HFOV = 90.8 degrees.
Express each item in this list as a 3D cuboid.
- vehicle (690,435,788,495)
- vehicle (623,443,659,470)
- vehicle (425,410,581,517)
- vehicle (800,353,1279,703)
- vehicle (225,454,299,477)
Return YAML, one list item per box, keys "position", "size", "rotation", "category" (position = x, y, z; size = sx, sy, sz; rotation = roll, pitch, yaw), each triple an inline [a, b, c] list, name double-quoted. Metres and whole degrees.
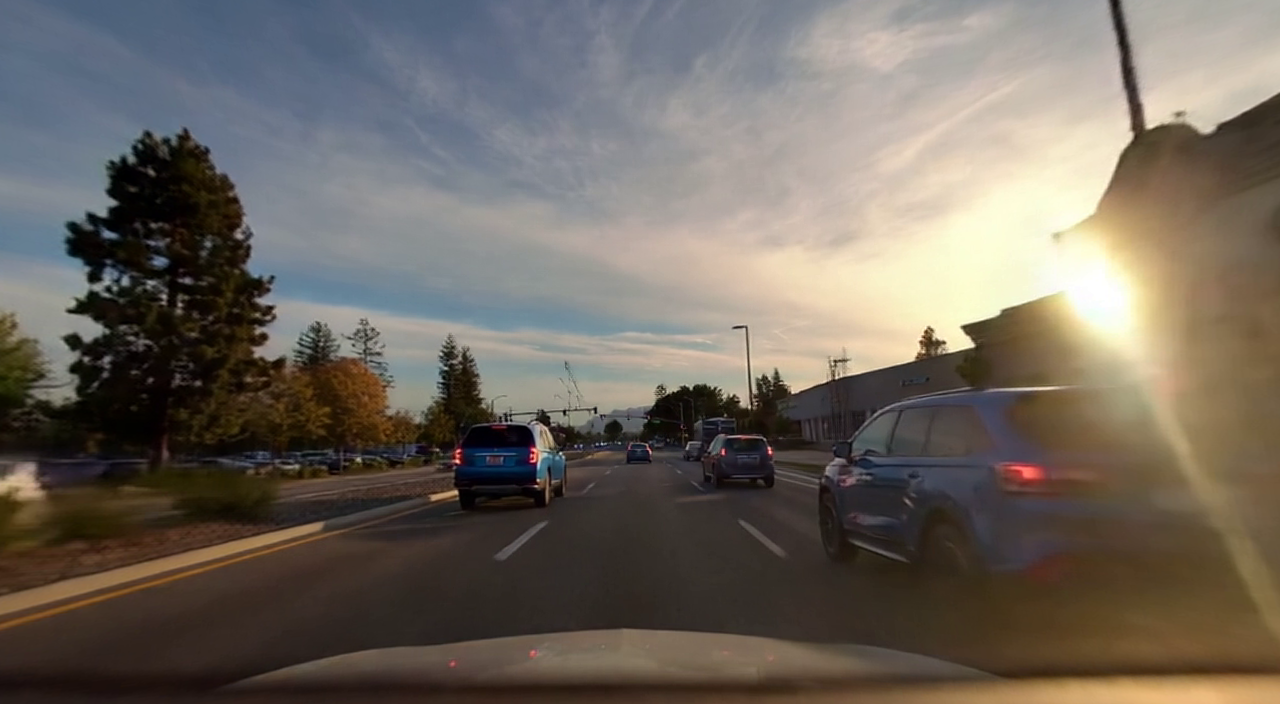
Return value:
- position: [2.845, 3.406, 19.407]
  size: [2.174, 1.596, 4.779]
  rotation: [0, -9, -1]
  category: "vehicle"
- position: [0.043, 6.152, 37.375]
  size: [2.008, 1.464, 4.052]
  rotation: [0, -9, -1]
  category: "vehicle"
- position: [-2.890, 2.547, 14.897]
  size: [2.368, 2.037, 5.319]
  rotation: [0, -9, 1]
  category: "vehicle"
- position: [2.856, 1.182, 4.873]
  size: [2.018, 1.719, 4.369]
  rotation: [0, -9, -1]
  category: "vehicle"
- position: [-28.735, 8.639, 48.094]
  size: [4.441, 1.625, 1.916]
  rotation: [-1, -9, 3]
  category: "vehicle"
